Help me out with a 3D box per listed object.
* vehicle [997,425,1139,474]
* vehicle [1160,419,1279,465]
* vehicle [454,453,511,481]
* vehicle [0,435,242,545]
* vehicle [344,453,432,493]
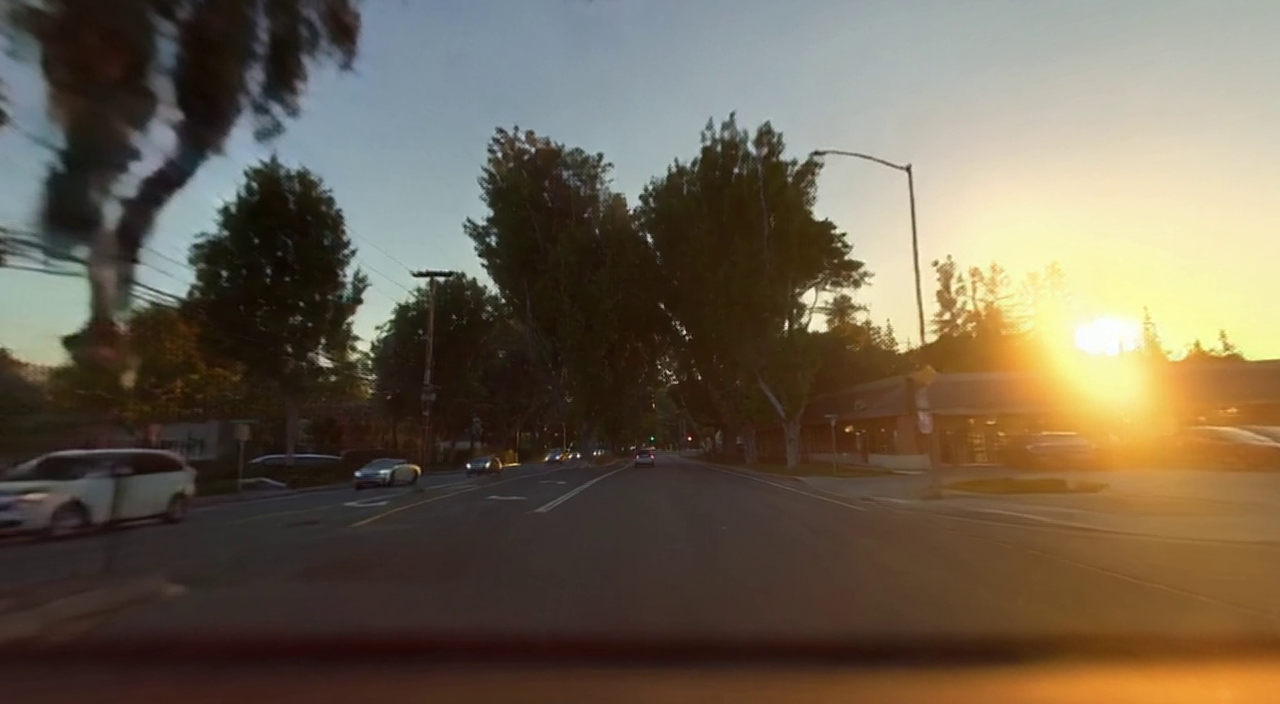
[{"bbox_3d":[17.107,3.975,25.599,2.021,1.753,4.941,-1,-9,-3],"label":"vehicle"},{"bbox_3d":[24.457,3.767,26.017,1.996,1.723,4.576,0,-10,-1],"label":"vehicle"},{"bbox_3d":[-9.648,7.077,39.072,2.084,1.517,5.096,-1,-8,2],"label":"vehicle"},{"bbox_3d":[-10.737,2.666,12.923,2.000,1.817,4.624,0,-8,1],"label":"vehicle"},{"bbox_3d":[-10.787,5.190,27.328,1.873,1.516,4.339,-1,-8,2],"label":"vehicle"}]
